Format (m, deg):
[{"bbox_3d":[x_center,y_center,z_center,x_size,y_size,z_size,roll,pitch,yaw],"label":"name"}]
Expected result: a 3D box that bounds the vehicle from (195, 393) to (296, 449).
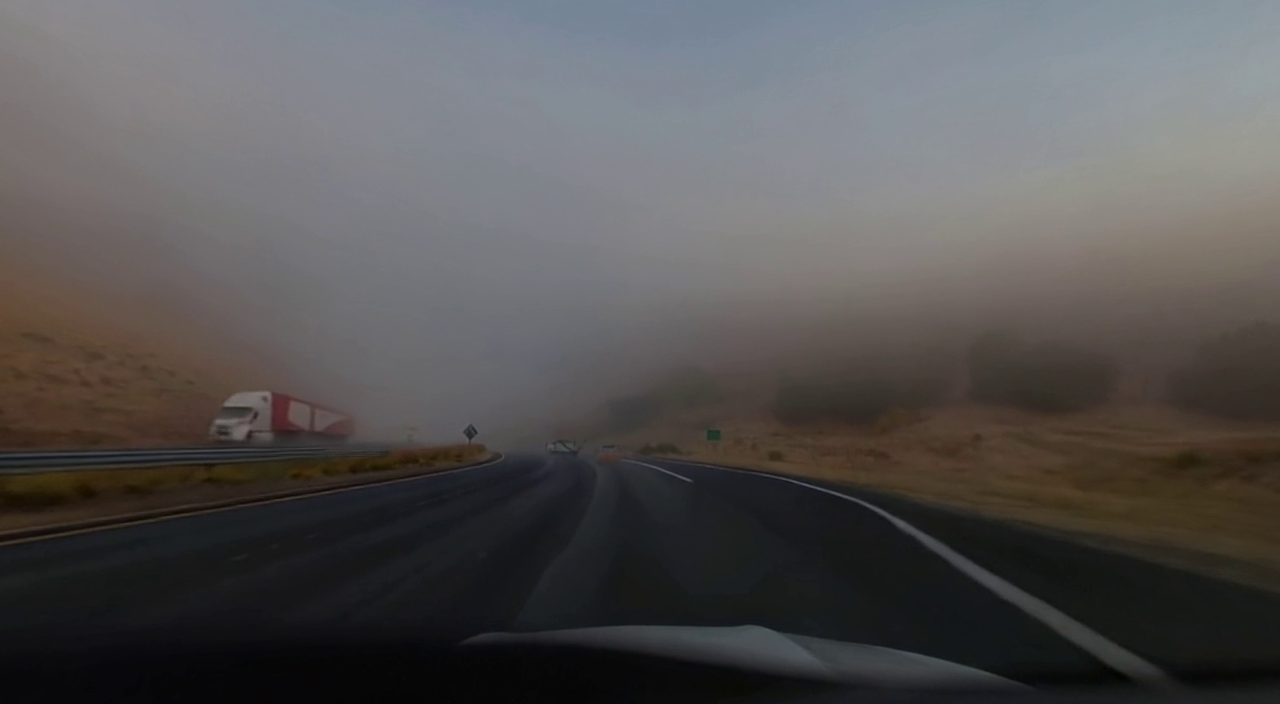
[{"bbox_3d":[-29.607,5.367,47.838,2.973,3.863,8.434,1,-8,-7],"label":"vehicle"}]
